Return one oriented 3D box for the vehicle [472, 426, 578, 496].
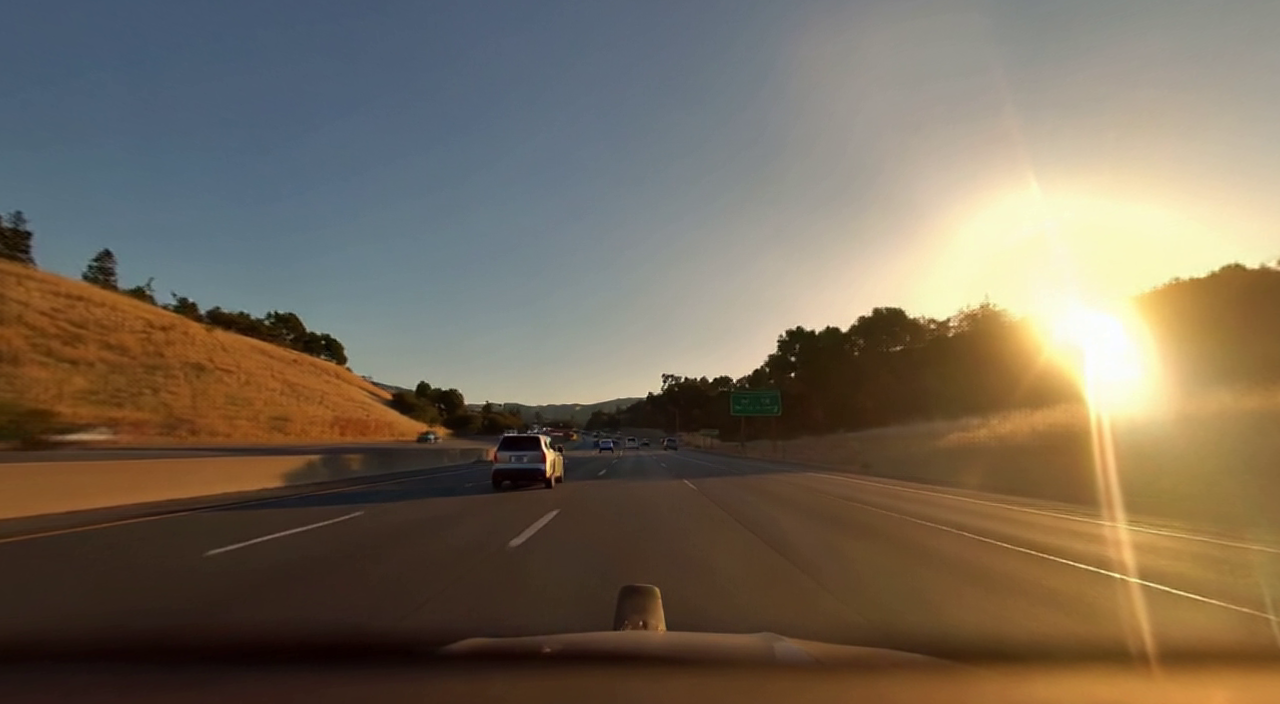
[{"bbox_3d":[-3.294,3.270,19.190,2.218,1.848,4.789,0,-9,1],"label":"vehicle"}]
